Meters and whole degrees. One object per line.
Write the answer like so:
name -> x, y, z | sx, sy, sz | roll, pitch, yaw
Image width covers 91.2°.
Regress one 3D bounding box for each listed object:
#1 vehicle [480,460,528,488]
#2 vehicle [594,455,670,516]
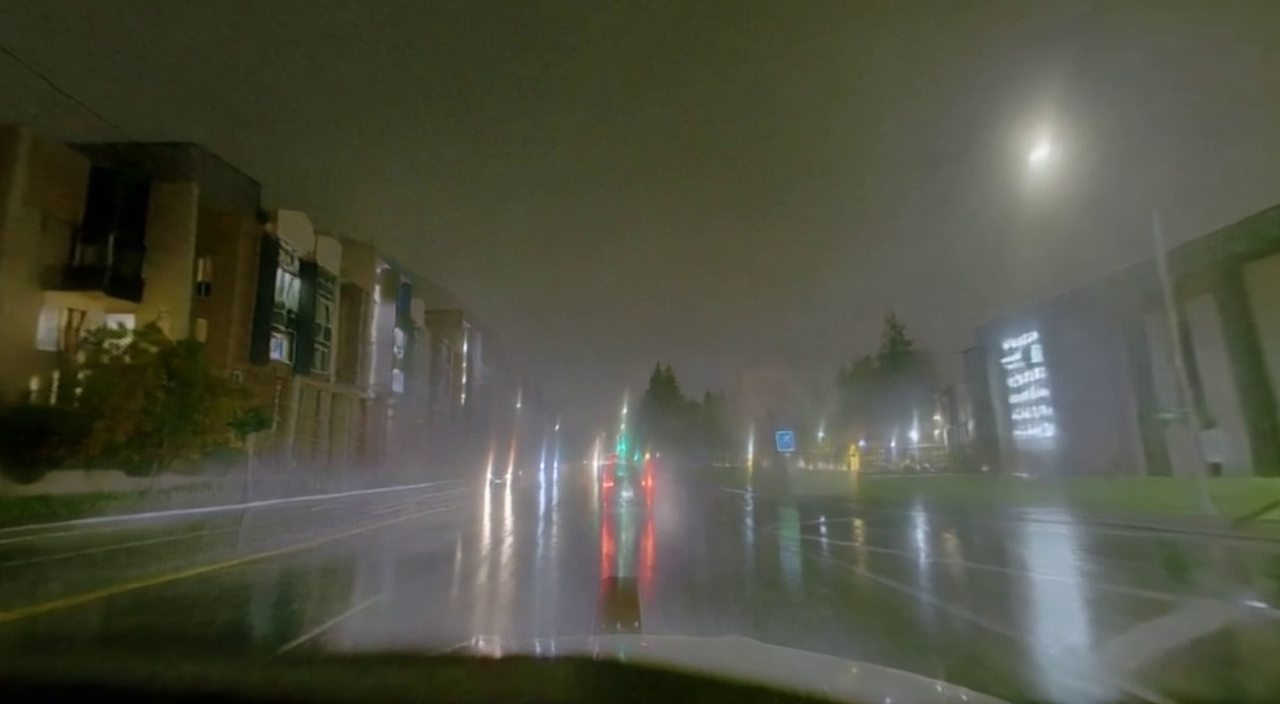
vehicle -> -8.244, 7.415, 38.418 | 2.018, 1.498, 4.168 | -1, -9, 0
vehicle -> -0.344, 3.845, 18.499 | 2.014, 1.525, 3.670 | 0, -9, -4
